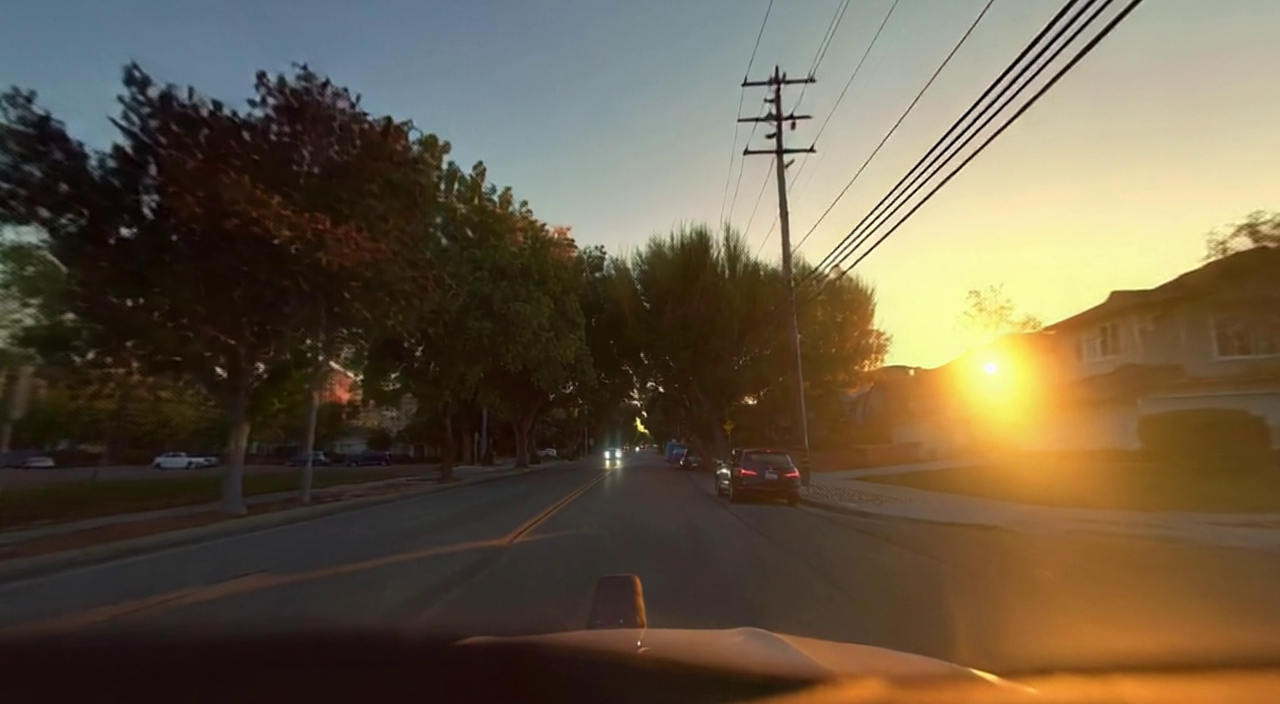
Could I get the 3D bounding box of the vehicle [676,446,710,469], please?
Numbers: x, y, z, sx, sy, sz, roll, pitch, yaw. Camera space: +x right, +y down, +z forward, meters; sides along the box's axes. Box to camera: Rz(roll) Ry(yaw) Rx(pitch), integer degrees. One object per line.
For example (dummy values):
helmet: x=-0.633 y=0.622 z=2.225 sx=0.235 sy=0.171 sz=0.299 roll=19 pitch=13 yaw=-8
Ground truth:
vehicle: x=3.600 y=7.310 z=43.889 sx=1.915 sy=1.491 sz=4.642 roll=0 pitch=-8 yaw=0

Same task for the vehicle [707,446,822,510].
vehicle: x=3.101 y=3.235 z=16.829 sx=1.990 sy=1.435 sz=4.526 roll=0 pitch=-8 yaw=-2
